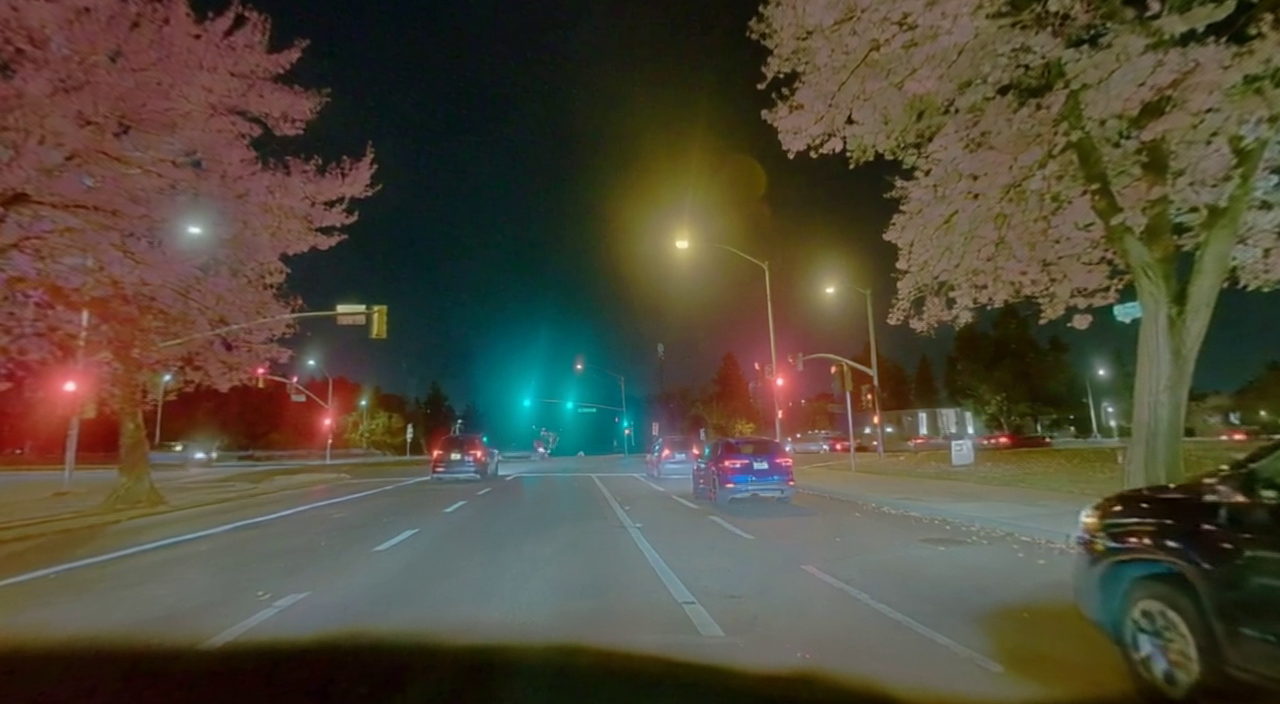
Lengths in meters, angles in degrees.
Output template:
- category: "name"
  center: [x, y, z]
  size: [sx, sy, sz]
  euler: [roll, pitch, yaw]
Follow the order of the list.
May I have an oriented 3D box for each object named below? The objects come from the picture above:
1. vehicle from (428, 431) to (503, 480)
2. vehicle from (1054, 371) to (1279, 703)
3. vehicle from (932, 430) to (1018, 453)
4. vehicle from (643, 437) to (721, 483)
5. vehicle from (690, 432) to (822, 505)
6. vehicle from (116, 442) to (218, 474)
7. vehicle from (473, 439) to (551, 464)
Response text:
- category: "vehicle"
  center: [-6.596, 3.959, 24.435]
  size: [1.995, 1.703, 4.367]
  euler: [0, -8, -5]
- category: "vehicle"
  center: [4.294, 0.787, 2.256]
  size: [2.154, 1.632, 4.710]
  euler: [0, -8, -5]
- category: "vehicle"
  center: [22.720, 6.100, 42.923]
  size: [4.829, 1.470, 1.874]
  euler: [1, -8, -6]
- category: "vehicle"
  center: [1.361, 3.791, 22.472]
  size: [2.007, 1.466, 4.291]
  euler: [1, -9, -7]
- category: "vehicle"
  center: [2.621, 2.764, 15.474]
  size: [2.019, 1.518, 4.285]
  euler: [1, -9, -6]
- category: "vehicle"
  center: [-27.453, 6.127, 36.795]
  size: [4.263, 1.769, 1.870]
  euler: [1, -9, -7]
- category: "vehicle"
  center: [-7.906, 6.209, 39.400]
  size: [4.526, 1.452, 1.920]
  euler: [1, -8, -6]
